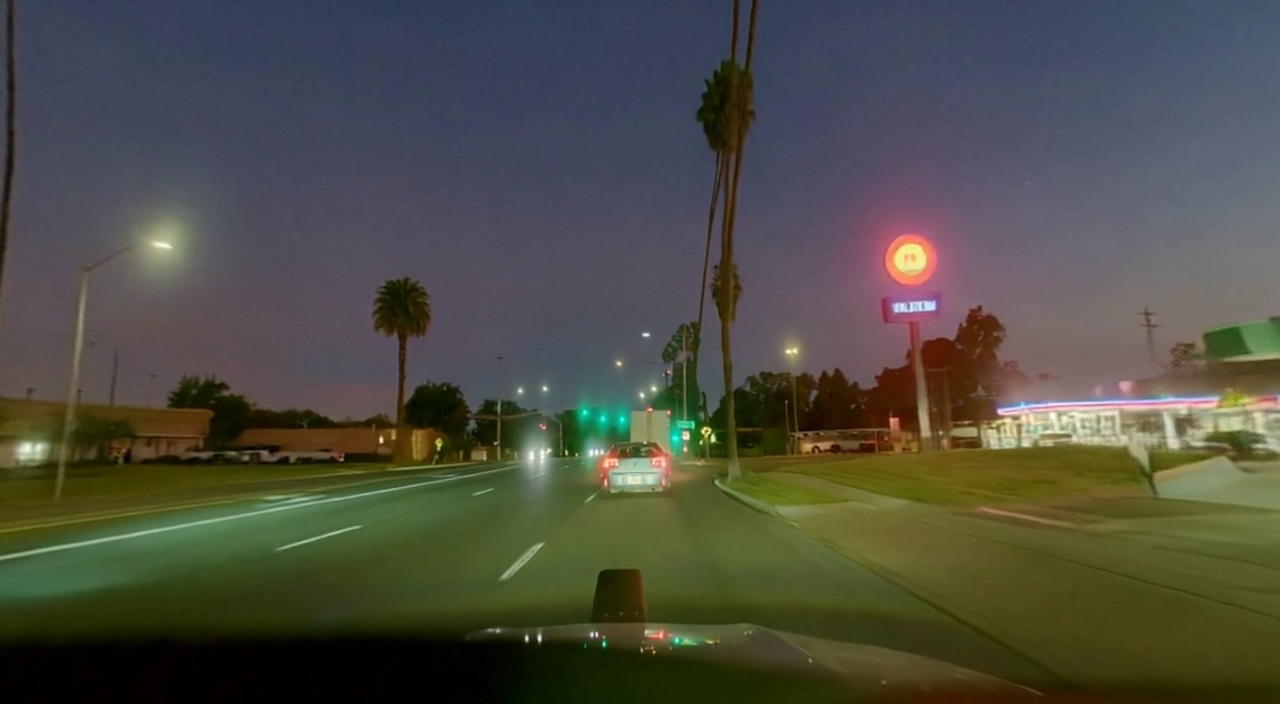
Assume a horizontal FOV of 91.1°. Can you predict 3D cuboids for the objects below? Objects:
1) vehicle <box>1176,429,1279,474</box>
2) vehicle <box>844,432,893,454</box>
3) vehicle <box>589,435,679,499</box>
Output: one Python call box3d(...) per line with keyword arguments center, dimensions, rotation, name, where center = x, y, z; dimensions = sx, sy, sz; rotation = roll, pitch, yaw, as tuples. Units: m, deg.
box3d(center=(22.430, 3.609, 22.773), dimensions=(1.876, 1.482, 4.633), rotation=(0, -9, 1), name="vehicle")
box3d(center=(17.439, 6.973, 48.056), dimensions=(2.009, 1.630, 4.436), rotation=(0, -9, -1), name="vehicle")
box3d(center=(-0.130, 3.078, 17.207), dimensions=(2.145, 1.483, 4.453), rotation=(0, -9, 0), name="vehicle")
